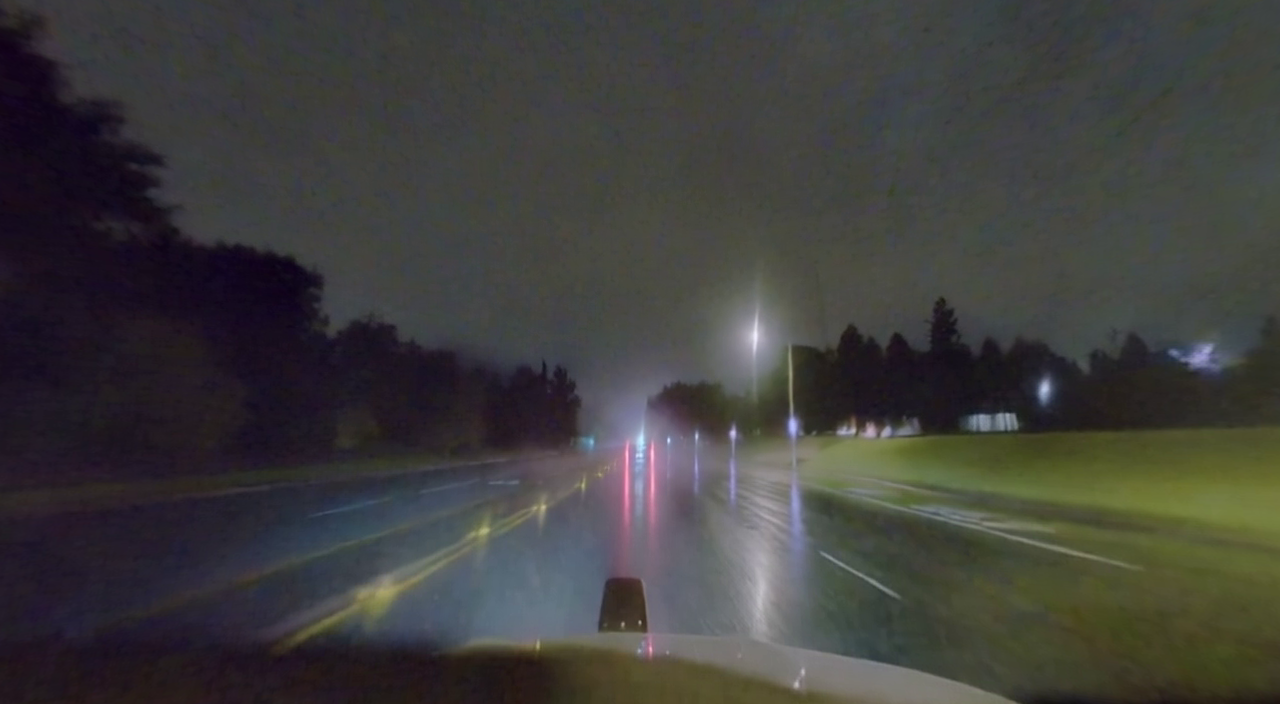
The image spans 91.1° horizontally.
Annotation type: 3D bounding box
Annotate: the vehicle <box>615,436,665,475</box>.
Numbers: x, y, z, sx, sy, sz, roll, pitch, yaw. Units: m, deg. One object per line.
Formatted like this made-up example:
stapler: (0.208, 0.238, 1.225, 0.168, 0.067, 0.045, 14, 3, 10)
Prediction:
vehicle: (0.005, 5.098, 30.829, 2.256, 1.734, 4.176, -1, -9, 0)
